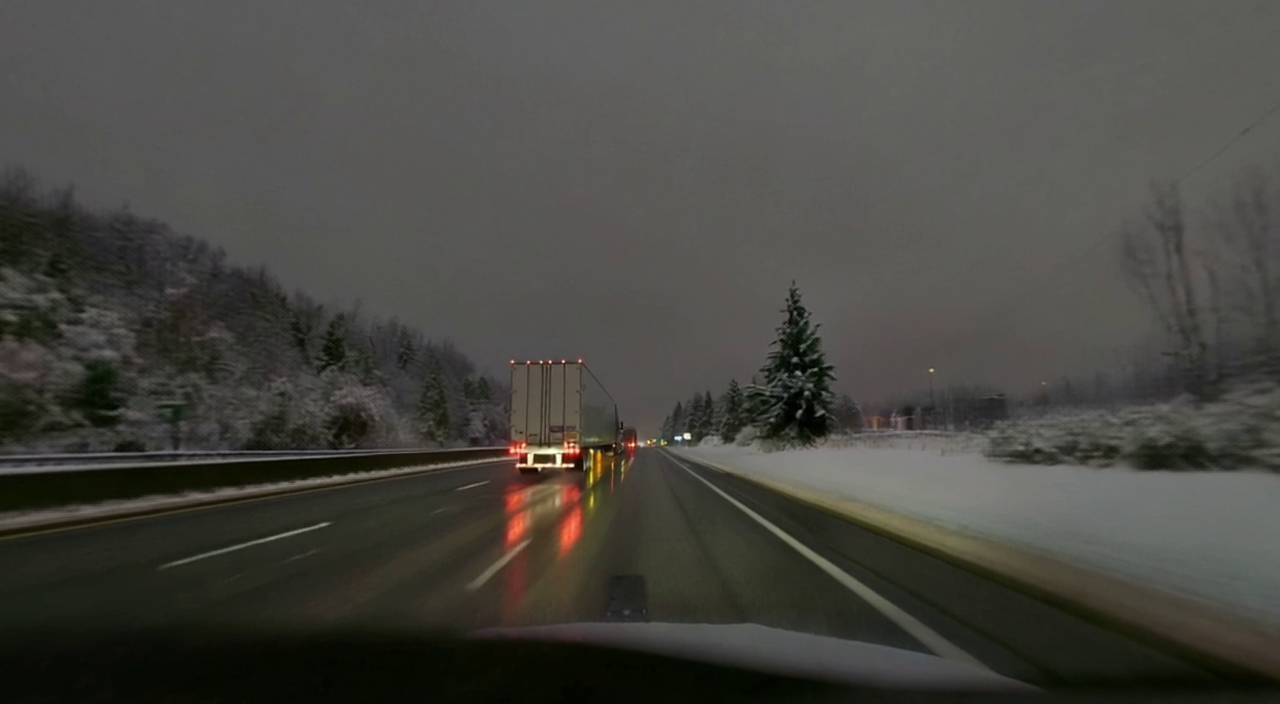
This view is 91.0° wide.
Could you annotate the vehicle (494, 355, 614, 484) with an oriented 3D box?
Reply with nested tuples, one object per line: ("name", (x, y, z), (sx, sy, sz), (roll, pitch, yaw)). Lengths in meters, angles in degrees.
("vehicle", (-3.006, 3.135, 26.982), (2.947, 4.051, 14.256), (0, -8, 1))
